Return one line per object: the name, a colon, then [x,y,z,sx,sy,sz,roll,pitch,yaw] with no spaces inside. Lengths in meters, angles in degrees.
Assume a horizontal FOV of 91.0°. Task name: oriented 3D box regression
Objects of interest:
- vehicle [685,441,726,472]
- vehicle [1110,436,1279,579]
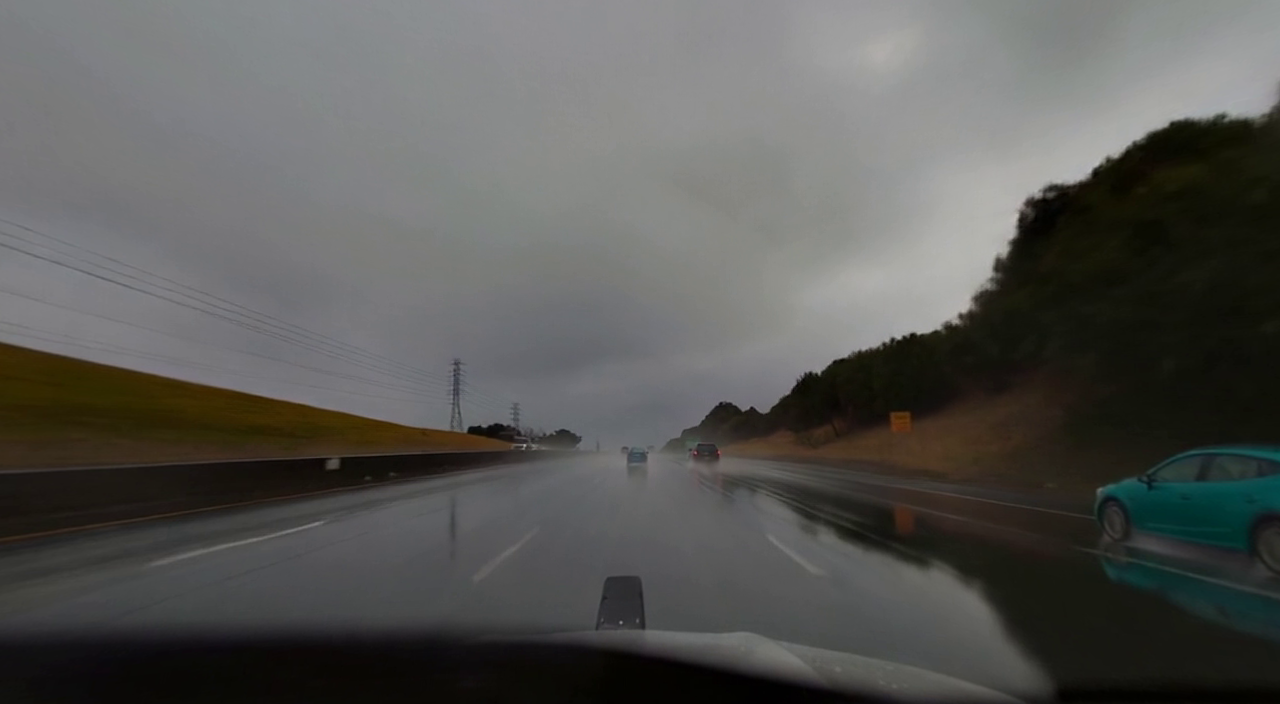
vehicle: [3.990,6.453,39.042,2.159,1.782,4.673,0,-9,2]
vehicle: [7.998,1.715,6.899,1.970,1.545,4.818,1,-8,0]
